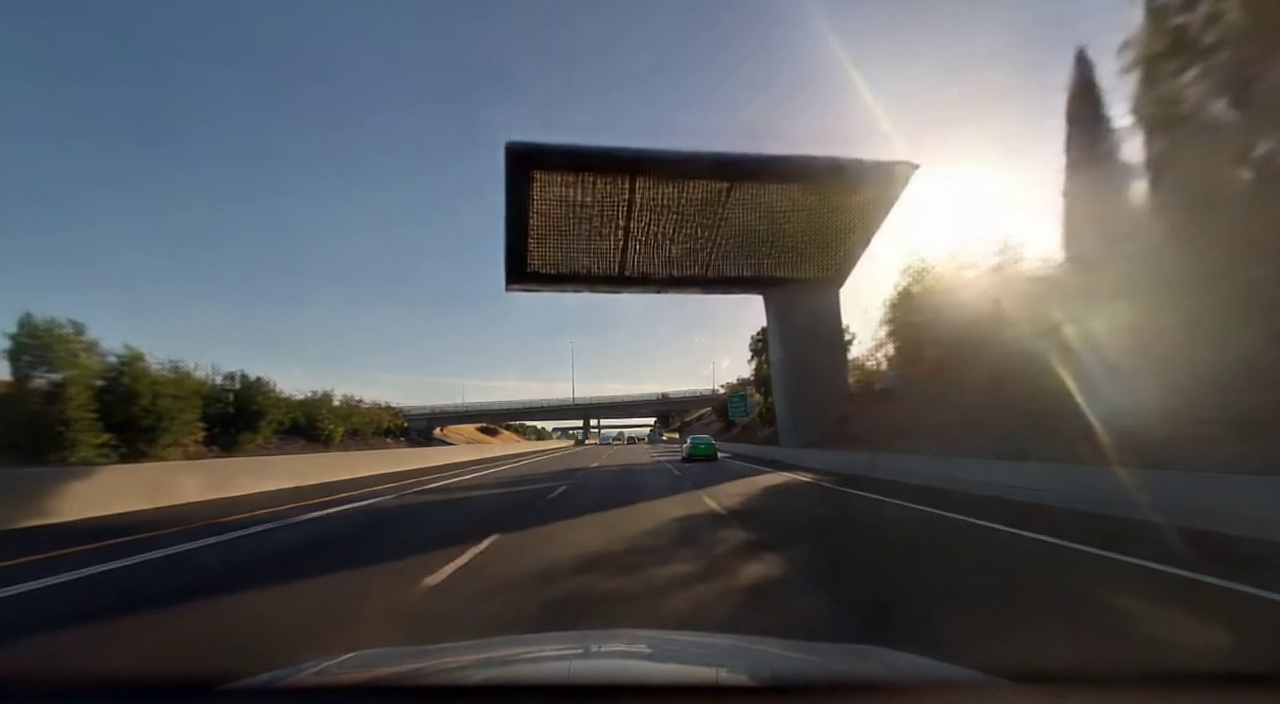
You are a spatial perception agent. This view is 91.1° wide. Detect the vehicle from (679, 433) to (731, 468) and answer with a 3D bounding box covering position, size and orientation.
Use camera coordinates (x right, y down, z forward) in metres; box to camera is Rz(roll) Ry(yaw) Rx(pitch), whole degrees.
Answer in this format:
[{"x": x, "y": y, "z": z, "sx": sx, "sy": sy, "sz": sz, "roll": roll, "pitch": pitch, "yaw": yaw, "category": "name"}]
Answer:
[{"x": 2.953, "y": 4.557, "z": 29.309, "sx": 1.946, "sy": 1.481, "sz": 3.969, "roll": 0, "pitch": -8, "yaw": -1, "category": "vehicle"}]
